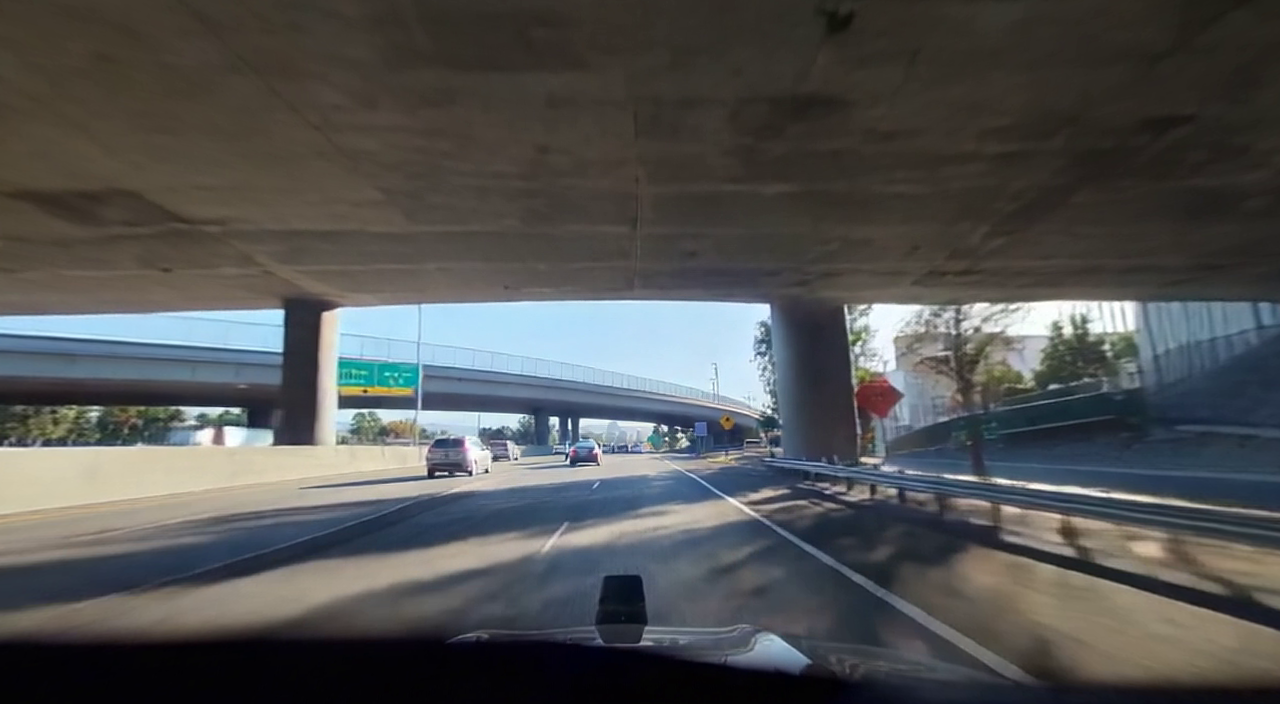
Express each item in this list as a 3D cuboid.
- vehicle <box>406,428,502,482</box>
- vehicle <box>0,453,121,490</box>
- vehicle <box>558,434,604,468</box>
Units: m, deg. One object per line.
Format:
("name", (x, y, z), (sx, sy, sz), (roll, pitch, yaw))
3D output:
("vehicle", (-6.608, 3.718, 23.064), (2.015, 1.762, 4.790), (0, -8, 0))
("vehicle", (-26.402, 5.366, 28.715), (1.792, 1.456, 4.589), (0, -9, -1))
("vehicle", (-3.072, 5.240, 33.590), (2.027, 1.697, 4.307), (0, -8, 0))
